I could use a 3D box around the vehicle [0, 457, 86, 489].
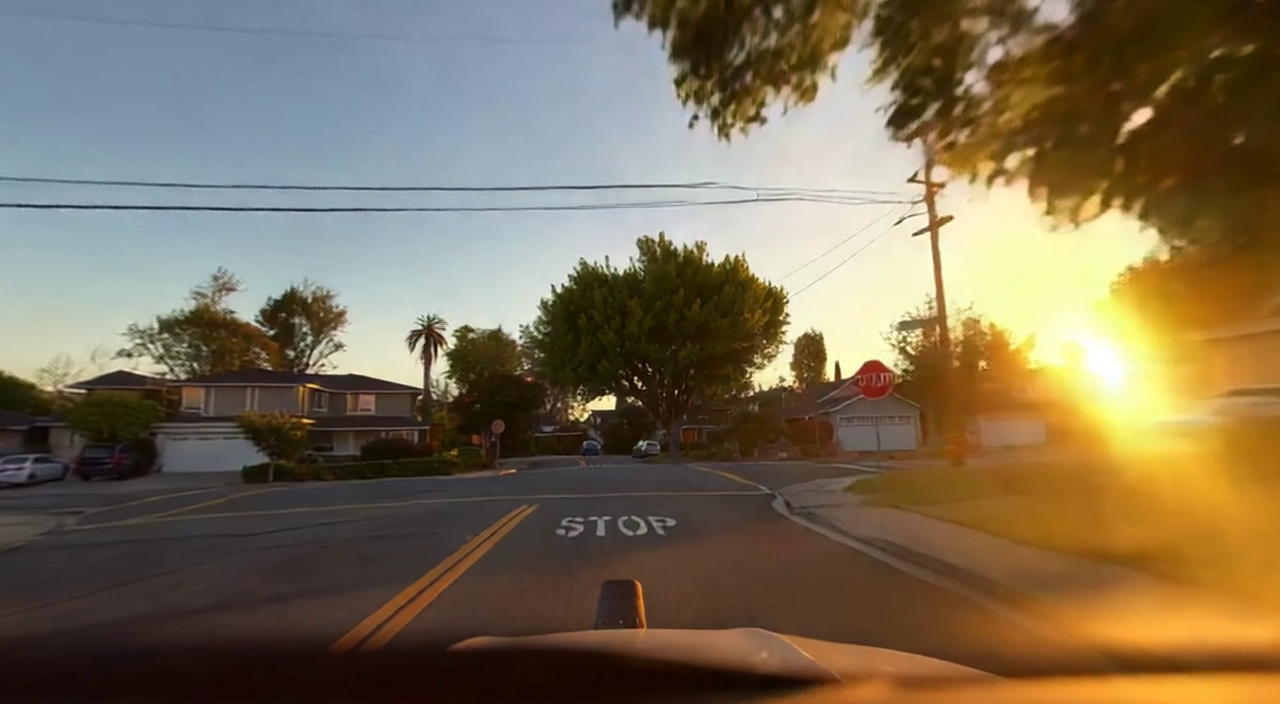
[{"bbox_3d":[-28.535,5.702,30.000,1.864,1.337,3.943,3,-9,-19],"label":"vehicle"}]
